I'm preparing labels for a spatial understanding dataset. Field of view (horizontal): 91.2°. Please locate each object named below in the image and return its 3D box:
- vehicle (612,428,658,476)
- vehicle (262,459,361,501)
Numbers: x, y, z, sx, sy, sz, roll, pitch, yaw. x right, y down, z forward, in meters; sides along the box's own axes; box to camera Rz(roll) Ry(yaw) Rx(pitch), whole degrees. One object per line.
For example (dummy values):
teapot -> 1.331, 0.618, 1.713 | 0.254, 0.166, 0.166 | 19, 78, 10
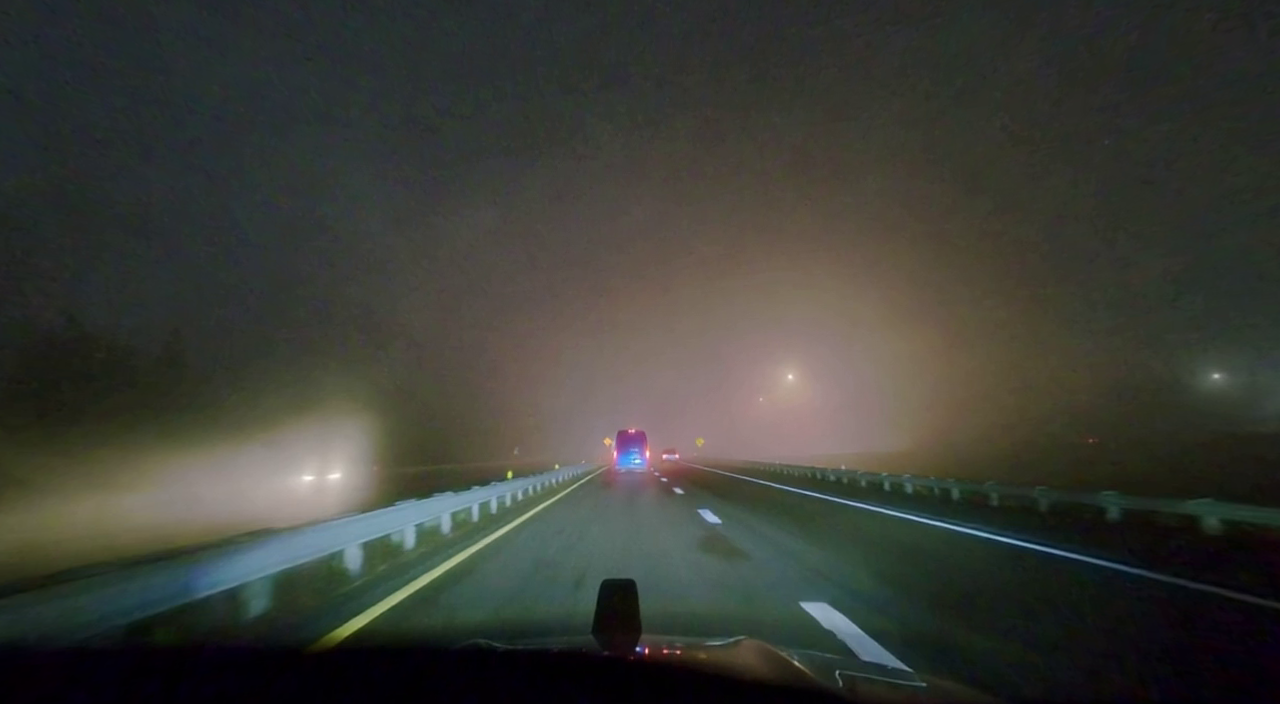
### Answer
vehicle -> -0.300, 6.012, 37.768 | 2.560, 2.598, 5.581 | 0, -9, 0
vehicle -> -13.418, 5.222, 25.883 | 1.941, 1.503, 3.919 | 0, -9, 0
